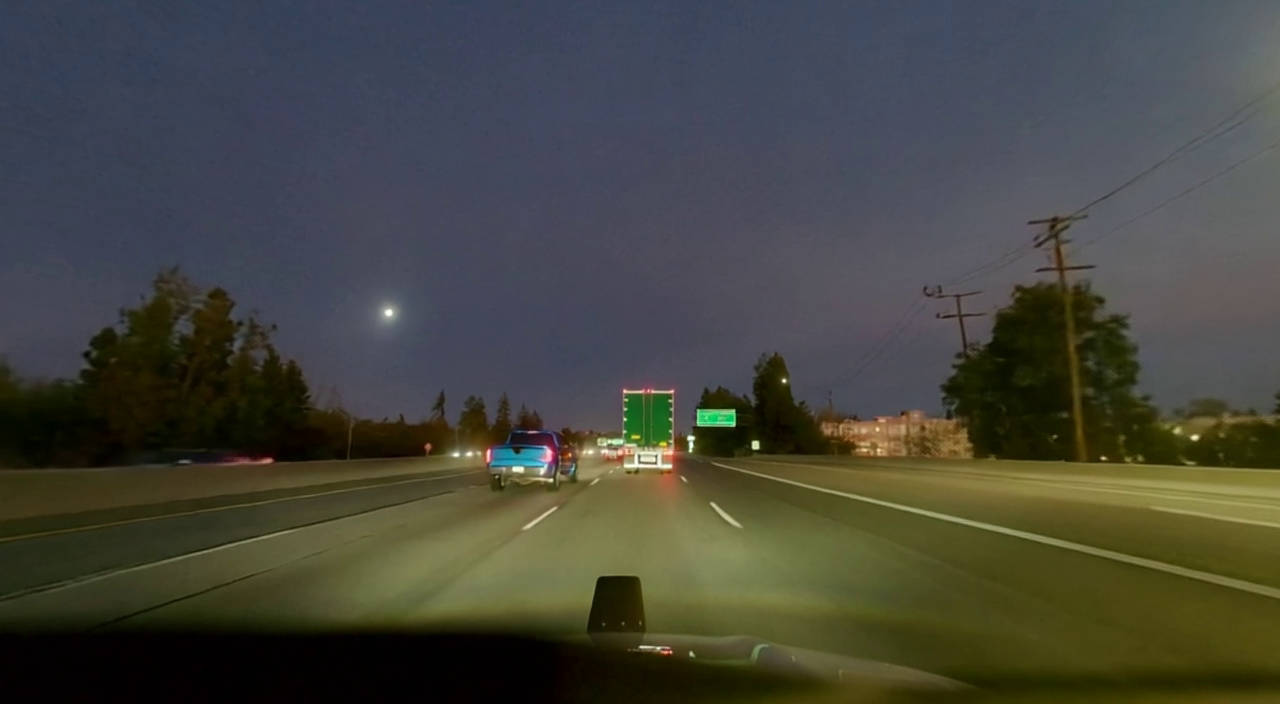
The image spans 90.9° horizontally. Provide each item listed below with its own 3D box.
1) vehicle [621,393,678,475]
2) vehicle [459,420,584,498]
[{"bbox_3d":[0.580,5.062,38.206,2.879,4.085,13.125,0,-8,1],"label":"vehicle"},{"bbox_3d":[-3.579,3.438,20.806,2.749,2.141,6.515,0,-8,1],"label":"vehicle"}]
